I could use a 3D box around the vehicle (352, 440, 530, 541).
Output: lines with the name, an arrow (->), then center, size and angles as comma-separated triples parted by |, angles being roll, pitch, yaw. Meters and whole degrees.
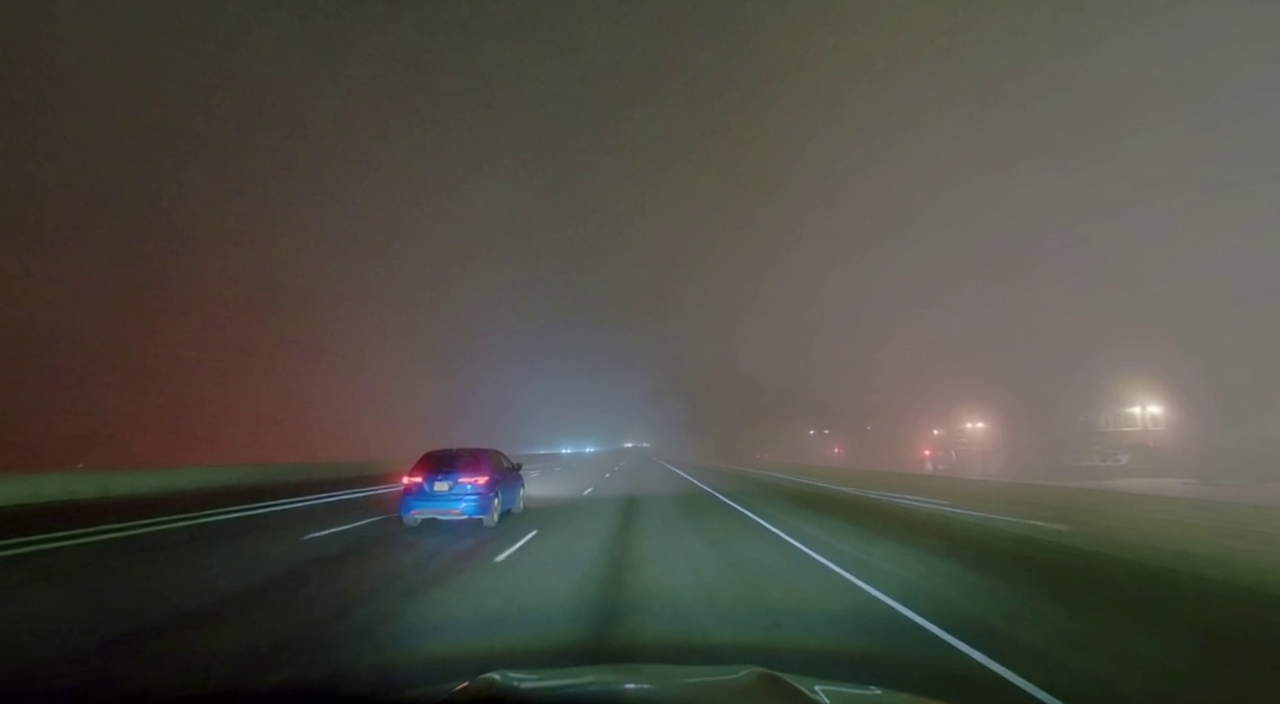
vehicle -> -3.311, 2.357, 11.360 | 1.935, 1.479, 3.787 | 0, -9, 0
